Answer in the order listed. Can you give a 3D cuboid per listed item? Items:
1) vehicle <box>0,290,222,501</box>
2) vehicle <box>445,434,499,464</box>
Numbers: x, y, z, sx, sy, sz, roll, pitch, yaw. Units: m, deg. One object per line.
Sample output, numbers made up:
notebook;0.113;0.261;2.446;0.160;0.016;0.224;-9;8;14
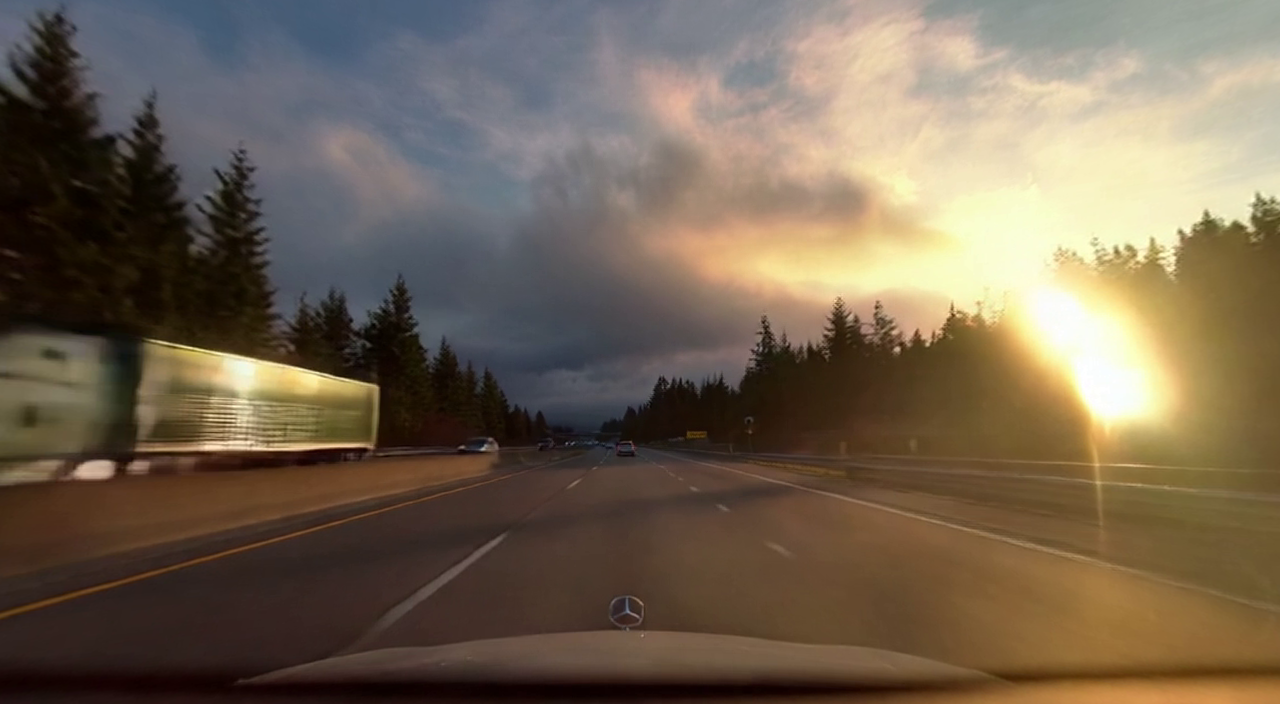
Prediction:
vehicle;-13.731;1.118;13.992;3.016;3.981;8.399;0;-8;0
vehicle;-9.852;5.760;37.377;2.017;1.646;4.601;0;-8;-1
